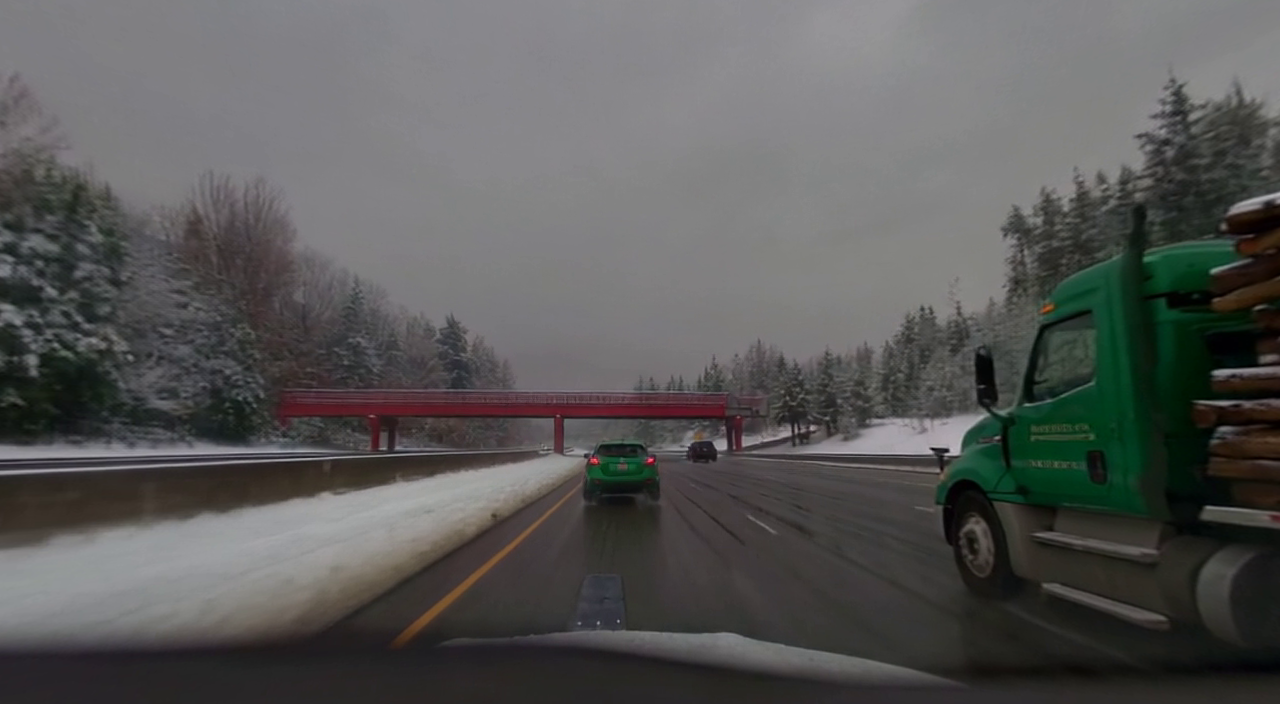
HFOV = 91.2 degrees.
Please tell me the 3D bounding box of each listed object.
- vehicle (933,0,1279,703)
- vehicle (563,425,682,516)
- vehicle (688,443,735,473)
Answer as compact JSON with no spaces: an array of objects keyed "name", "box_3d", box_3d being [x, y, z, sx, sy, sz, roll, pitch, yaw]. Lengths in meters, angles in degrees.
[{"name":"vehicle","box_3d":[4.235,-0.410,1.087,2.992,3.920,8.831,0,-9,-1]},{"name":"vehicle","box_3d":[-0.342,2.575,14.034,2.259,1.699,4.015,0,-9,0]},{"name":"vehicle","box_3d":[3.706,5.541,32.980,1.894,1.487,3.751,0,-9,-2]}]
